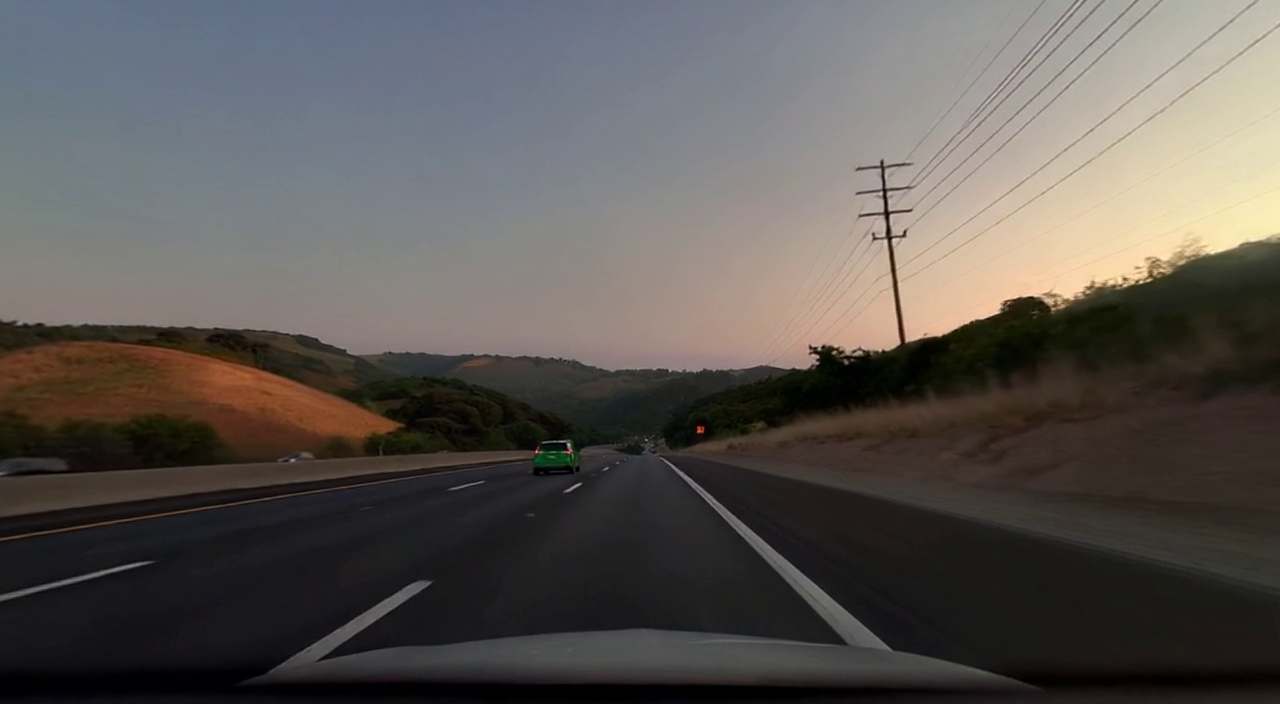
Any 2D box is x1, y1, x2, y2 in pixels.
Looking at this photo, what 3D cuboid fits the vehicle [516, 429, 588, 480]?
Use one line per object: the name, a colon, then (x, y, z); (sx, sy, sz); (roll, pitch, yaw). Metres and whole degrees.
vehicle: (-3.448, 4.099, 25.548); (2.136, 1.845, 4.515); (0, -8, 2)
